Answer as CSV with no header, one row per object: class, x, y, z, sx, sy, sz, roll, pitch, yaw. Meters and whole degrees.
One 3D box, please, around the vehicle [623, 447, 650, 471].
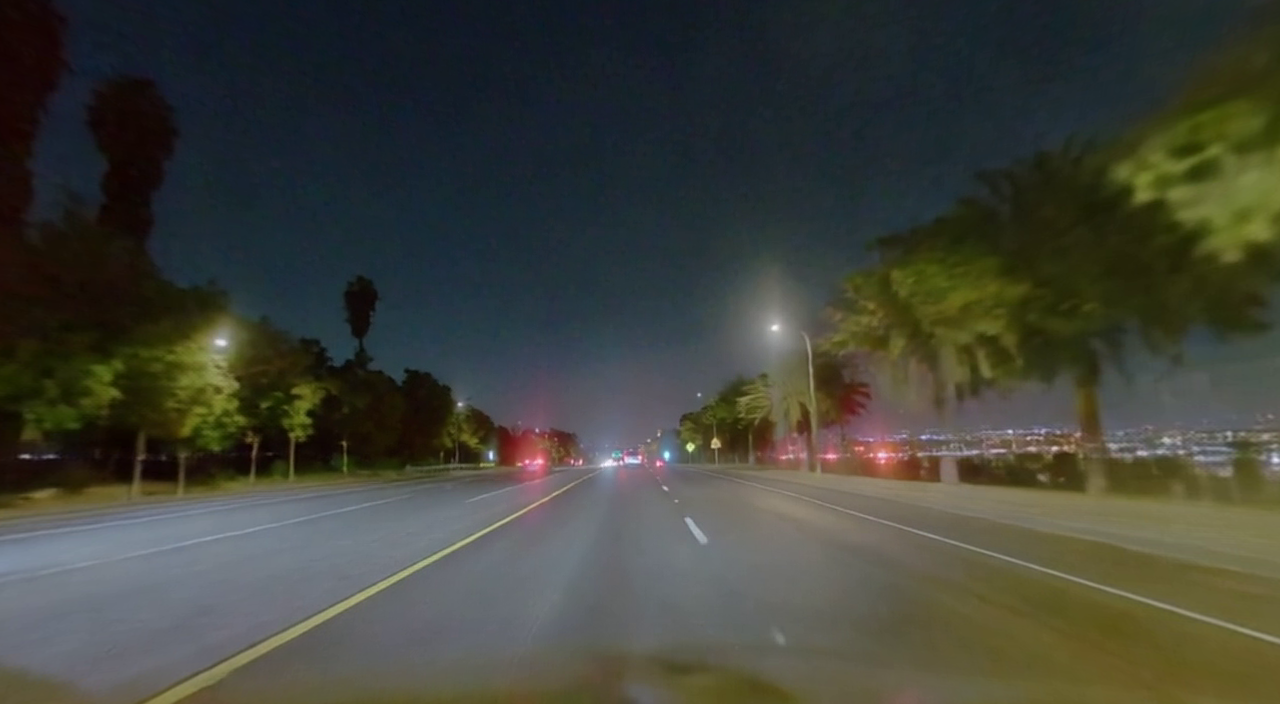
vehicle,-0.319,8.320,49.308,2.001,1.688,4.128,0,-8,-2
